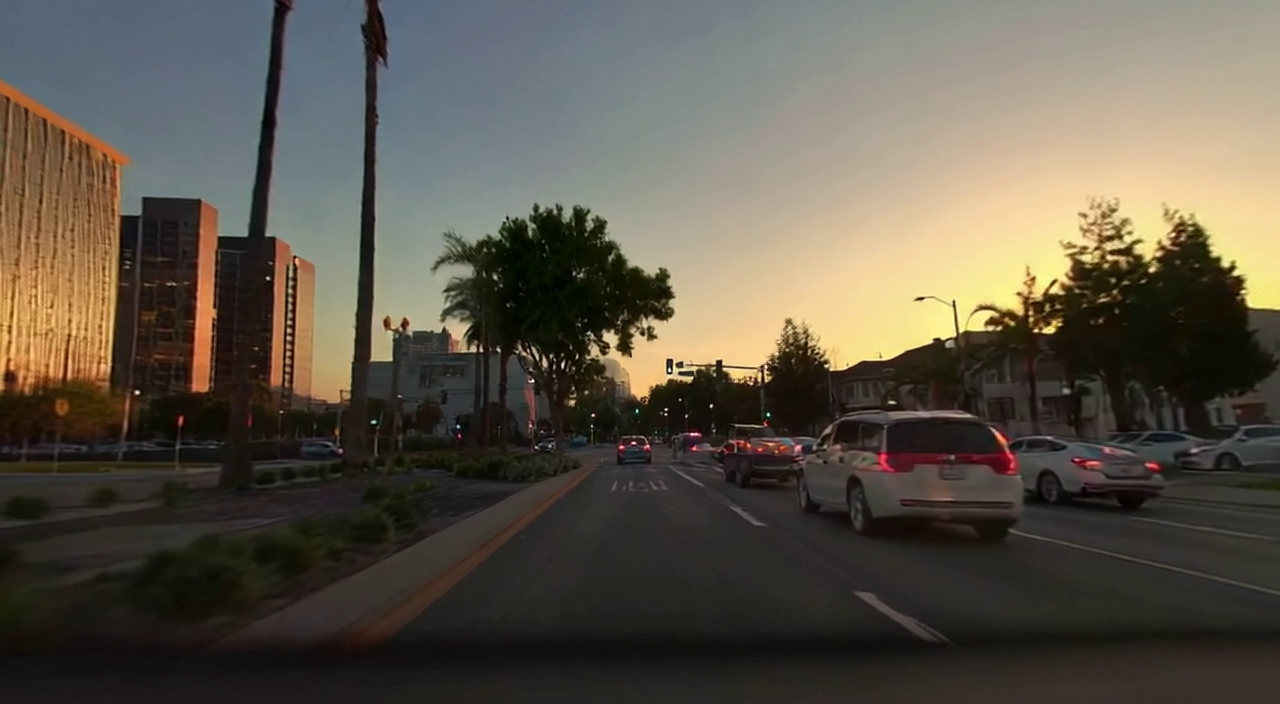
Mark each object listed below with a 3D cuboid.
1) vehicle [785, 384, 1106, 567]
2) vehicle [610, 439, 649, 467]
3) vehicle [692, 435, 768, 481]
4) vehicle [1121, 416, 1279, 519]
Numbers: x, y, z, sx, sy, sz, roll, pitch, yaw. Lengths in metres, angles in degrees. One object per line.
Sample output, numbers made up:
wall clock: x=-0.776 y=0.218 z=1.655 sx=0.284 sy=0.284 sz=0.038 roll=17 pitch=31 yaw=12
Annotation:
vehicle: x=3.764 y=1.640 z=9.060 sx=2.104 sy=1.910 sz=4.693 roll=0 pitch=-9 yaw=-2
vehicle: x=-0.621 y=5.743 z=36.079 sx=2.115 sy=1.464 sz=4.205 roll=0 pitch=-9 yaw=-2
vehicle: x=3.221 y=3.903 z=23.512 sx=2.010 sy=1.509 sz=4.377 roll=0 pitch=-9 yaw=-2
vehicle: x=12.291 y=2.169 z=12.055 sx=2.059 sy=1.808 sz=5.098 roll=0 pitch=-9 yaw=-1
